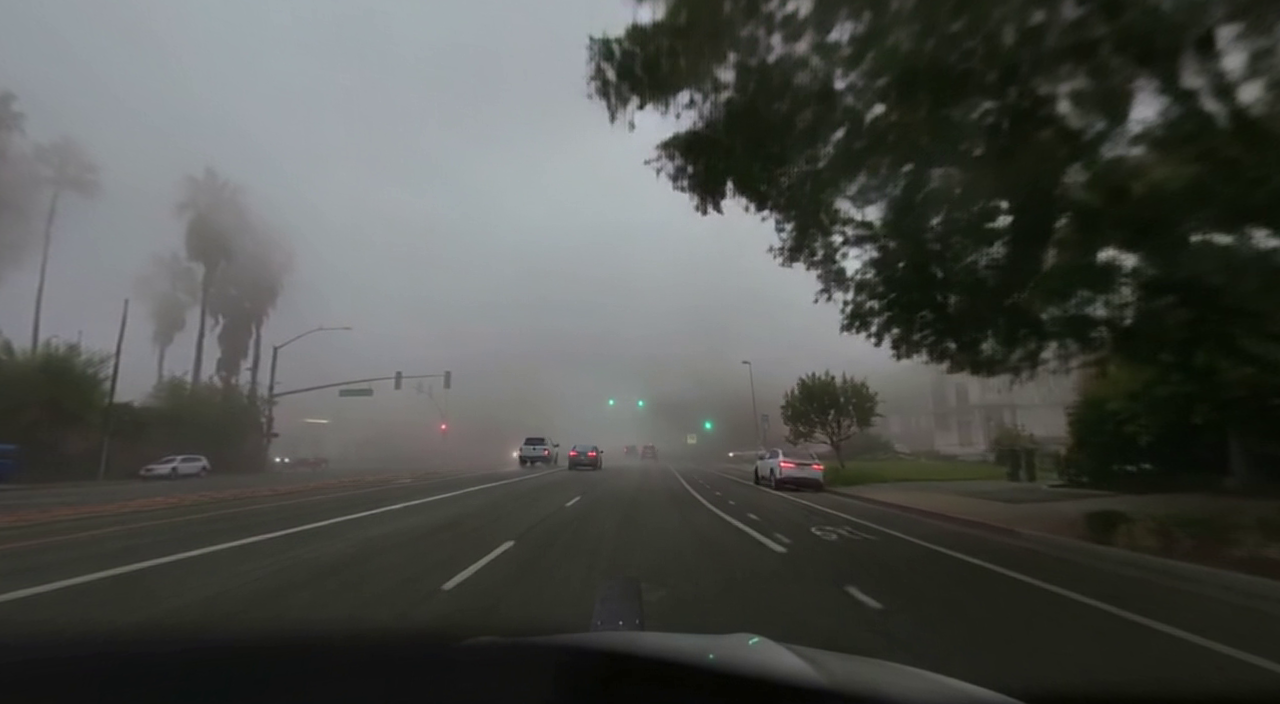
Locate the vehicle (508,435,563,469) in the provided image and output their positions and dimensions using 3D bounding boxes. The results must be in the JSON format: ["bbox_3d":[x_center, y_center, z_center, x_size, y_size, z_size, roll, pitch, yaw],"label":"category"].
[{"bbox_3d":[-6.686,6.537,41.148,2.457,2.010,6.330,0,-9,1],"label":"vehicle"}]

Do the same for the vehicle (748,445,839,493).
[{"bbox_3d":[5.220,4.028,22.024,1.994,1.507,4.173,1,-9,-2],"label":"vehicle"}]

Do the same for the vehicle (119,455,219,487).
[{"bbox_3d":[-25.348,6.392,34.105,1.838,1.516,4.484,0,-9,1],"label":"vehicle"}]

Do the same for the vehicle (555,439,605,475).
[{"bbox_3d":[-3.218,5.727,34.568,2.116,1.806,4.516,0,-9,2],"label":"vehicle"}]
